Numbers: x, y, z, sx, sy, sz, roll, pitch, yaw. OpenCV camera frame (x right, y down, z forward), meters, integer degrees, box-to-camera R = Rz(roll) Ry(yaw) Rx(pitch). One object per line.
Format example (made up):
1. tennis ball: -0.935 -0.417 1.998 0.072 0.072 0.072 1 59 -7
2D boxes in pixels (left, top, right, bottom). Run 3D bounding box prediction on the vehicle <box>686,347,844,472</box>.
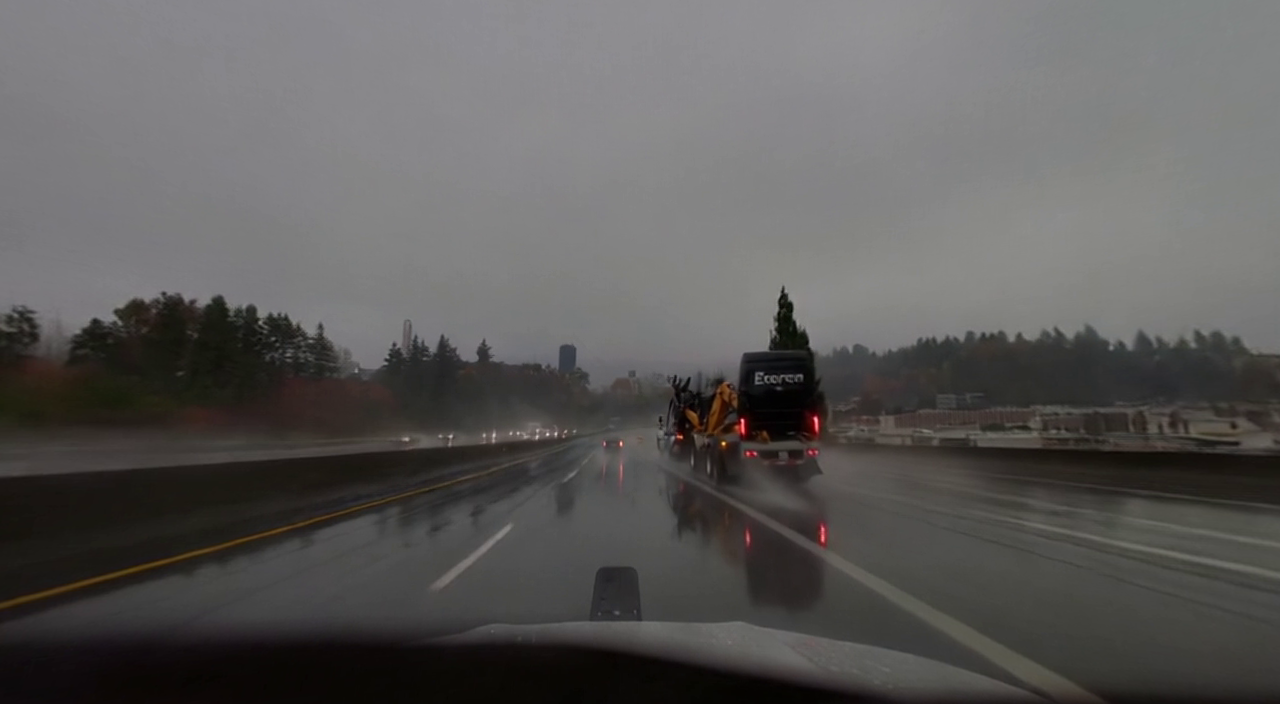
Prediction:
1. vehicle: 3.485 2.006 20.113 2.833 3.180 8.004 1 -8 -4
